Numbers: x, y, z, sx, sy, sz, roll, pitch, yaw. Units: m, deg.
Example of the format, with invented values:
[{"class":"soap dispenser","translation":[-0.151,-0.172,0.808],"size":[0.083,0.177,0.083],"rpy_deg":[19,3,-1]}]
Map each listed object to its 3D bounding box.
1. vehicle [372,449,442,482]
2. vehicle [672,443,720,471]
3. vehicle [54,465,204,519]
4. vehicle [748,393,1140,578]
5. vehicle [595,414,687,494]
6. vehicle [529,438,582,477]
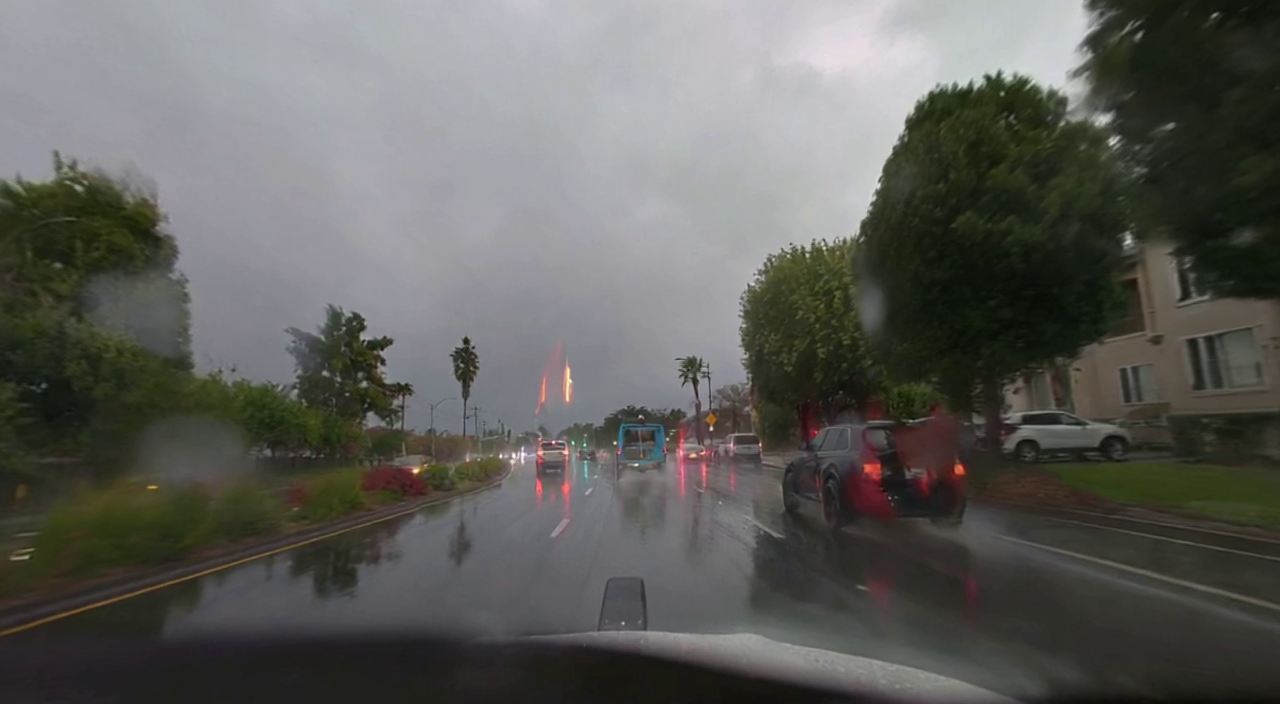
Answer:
[{"class":"vehicle","translation":[-12.351,6.031,33.650],"size":[2.068,1.630,4.650],"rpy_deg":[0,-9,-2]},{"class":"vehicle","translation":[3.002,5.778,34.819],"size":[2.178,1.411,4.732],"rpy_deg":[0,-9,-1]},{"class":"vehicle","translation":[-18.569,5.061,23.168],"size":[1.956,1.494,4.503],"rpy_deg":[-4,-8,-3]},{"class":"vehicle","translation":[3.585,1.792,9.443],"size":[2.576,1.815,6.267],"rpy_deg":[0,-9,-2]},{"class":"vehicle","translation":[-0.186,3.250,20.224],"size":[2.507,2.161,6.049],"rpy_deg":[1,-9,-4]},{"class":"vehicle","translation":[-3.899,4.954,29.734],"size":[2.235,1.682,4.662],"rpy_deg":[1,-9,-5]}]
